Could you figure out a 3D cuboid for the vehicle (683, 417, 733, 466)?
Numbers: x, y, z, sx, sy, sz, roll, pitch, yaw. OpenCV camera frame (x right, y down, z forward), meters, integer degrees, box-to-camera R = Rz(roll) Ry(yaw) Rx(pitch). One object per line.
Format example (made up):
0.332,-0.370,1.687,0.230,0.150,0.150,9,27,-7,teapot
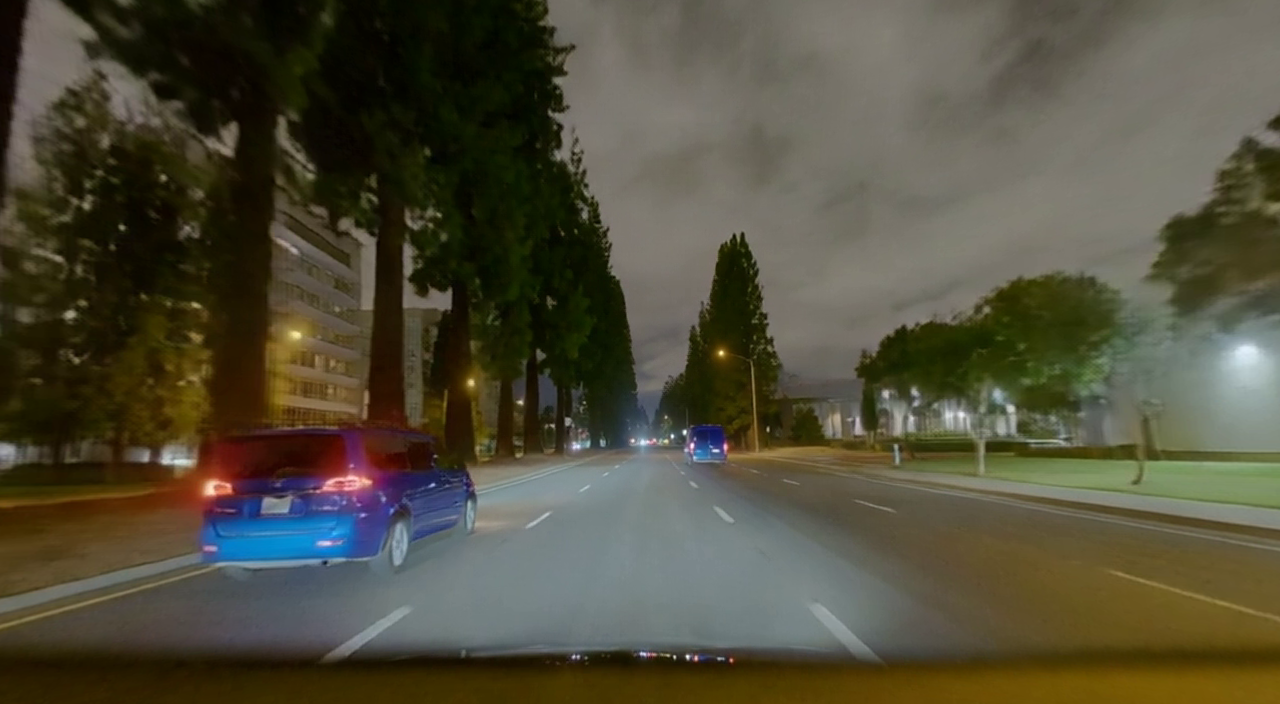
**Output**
3.908,5.333,37.442,2.349,2.671,5.744,0,-8,1,vehicle

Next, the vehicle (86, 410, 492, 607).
-3.442,1.624,7.521,2.129,1.602,4.532,0,-8,2,vehicle
